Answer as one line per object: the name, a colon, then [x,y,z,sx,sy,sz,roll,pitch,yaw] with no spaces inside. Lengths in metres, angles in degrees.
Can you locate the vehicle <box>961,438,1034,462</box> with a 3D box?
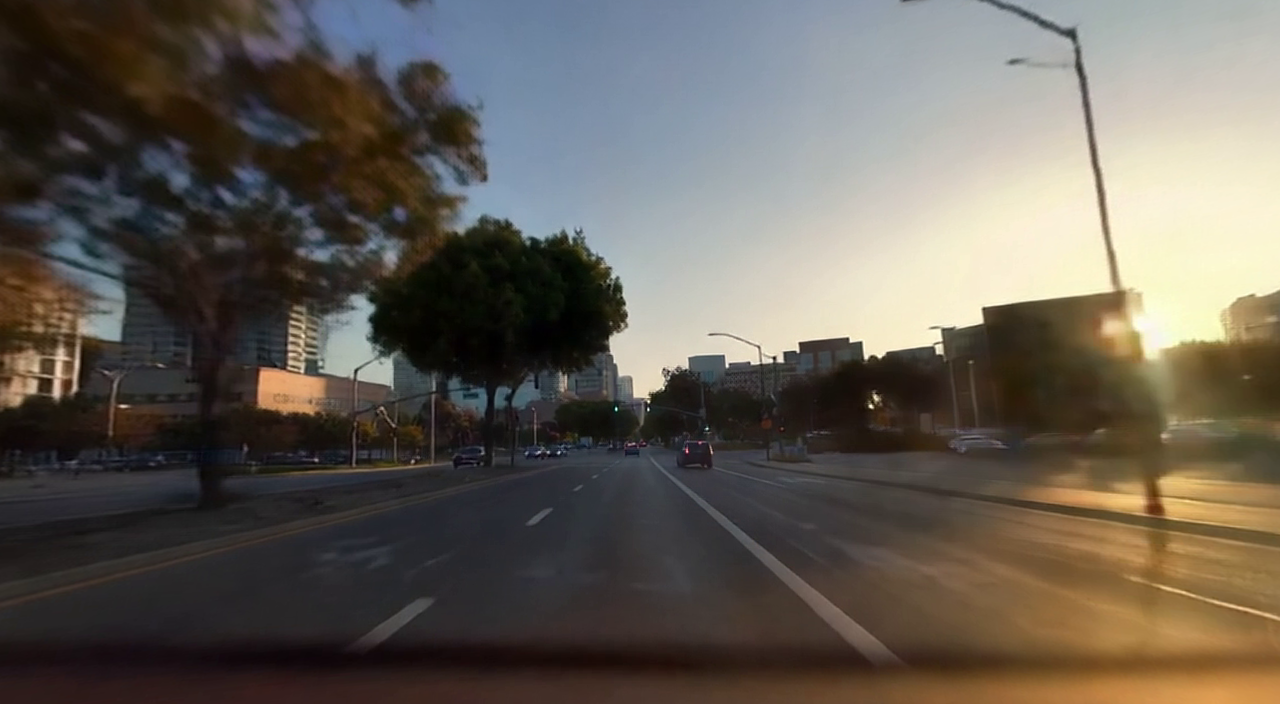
vehicle: [22.493,6.164,39.834,3.536,1.412,1.727,0,-9,-1]

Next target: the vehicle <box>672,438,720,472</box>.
vehicle: [3.015,5.661,34.925,2.069,1.761,4.610,0,-9,-2]

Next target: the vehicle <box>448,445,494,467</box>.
vehicle: [-12.243,7.570,46.194,2.005,1.493,4.682,0,-9,1]

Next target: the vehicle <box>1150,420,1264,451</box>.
vehicle: [34.262,5.072,38.276,4.842,1.770,2.089,0,-9,0]
